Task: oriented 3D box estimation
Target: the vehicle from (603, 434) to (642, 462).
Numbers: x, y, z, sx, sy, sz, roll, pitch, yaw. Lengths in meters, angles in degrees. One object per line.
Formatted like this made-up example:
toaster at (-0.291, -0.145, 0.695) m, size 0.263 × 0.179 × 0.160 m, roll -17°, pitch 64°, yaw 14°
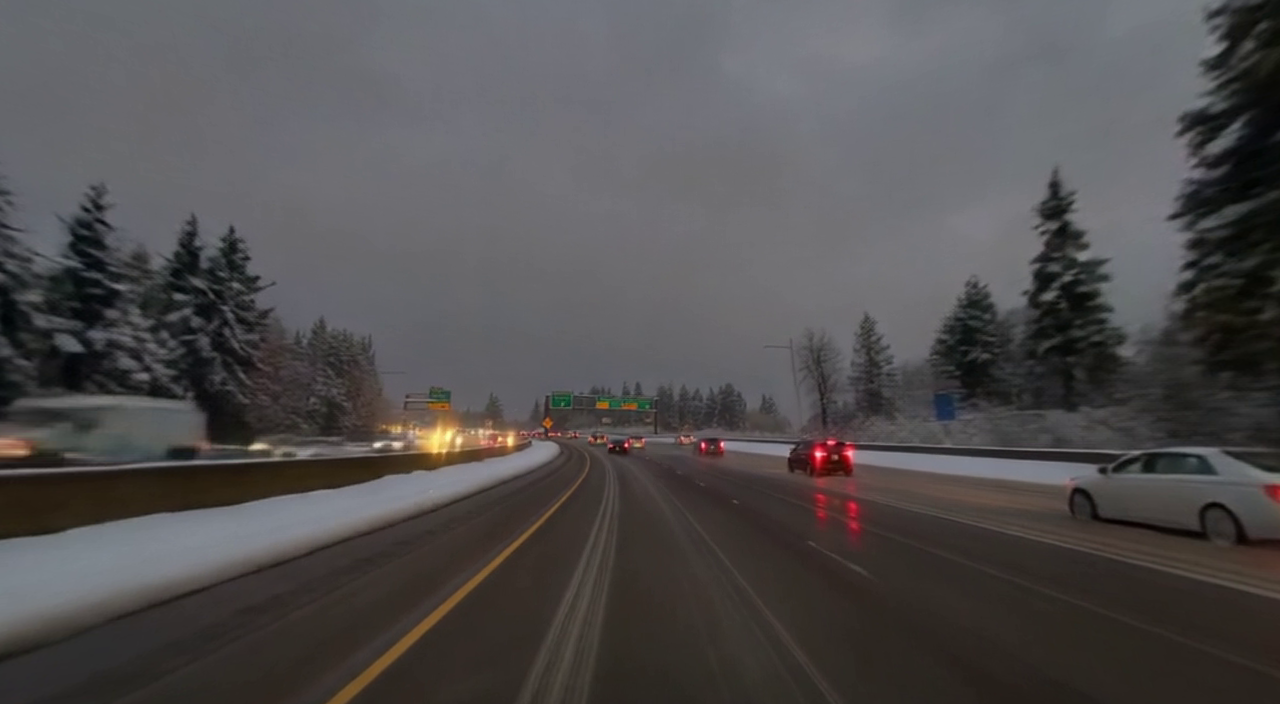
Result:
vehicle at (-1.064, 5.501, 36.238) m, size 2.090 × 1.510 × 4.280 m, roll 1°, pitch -8°, yaw -4°

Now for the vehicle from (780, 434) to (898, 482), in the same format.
vehicle at (6.745, 3.651, 22.119) m, size 2.196 × 1.494 × 4.735 m, roll 1°, pitch -8°, yaw -6°

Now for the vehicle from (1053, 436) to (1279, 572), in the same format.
vehicle at (7.548, 1.723, 7.594) m, size 2.042 × 1.390 × 4.386 m, roll 0°, pitch -8°, yaw -3°

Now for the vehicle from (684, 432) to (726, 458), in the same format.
vehicle at (4.301, 6.247, 42.558) m, size 2.094 × 1.652 × 3.955 m, roll 1°, pitch -8°, yaw -5°

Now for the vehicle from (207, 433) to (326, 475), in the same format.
vehicle at (-14.598, 4.011, 25.105) m, size 1.817 × 1.469 × 4.981 m, roll 0°, pitch -8°, yaw -2°

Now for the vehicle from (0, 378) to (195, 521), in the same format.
vehicle at (-9.784, 1.578, 10.312) m, size 2.064 × 1.918 × 4.078 m, roll 0°, pitch -8°, yaw -1°

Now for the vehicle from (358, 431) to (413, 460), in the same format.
vehicle at (-15.634, 5.779, 39.010) m, size 1.912 × 1.685 × 3.901 m, roll 1°, pitch -8°, yaw -4°
